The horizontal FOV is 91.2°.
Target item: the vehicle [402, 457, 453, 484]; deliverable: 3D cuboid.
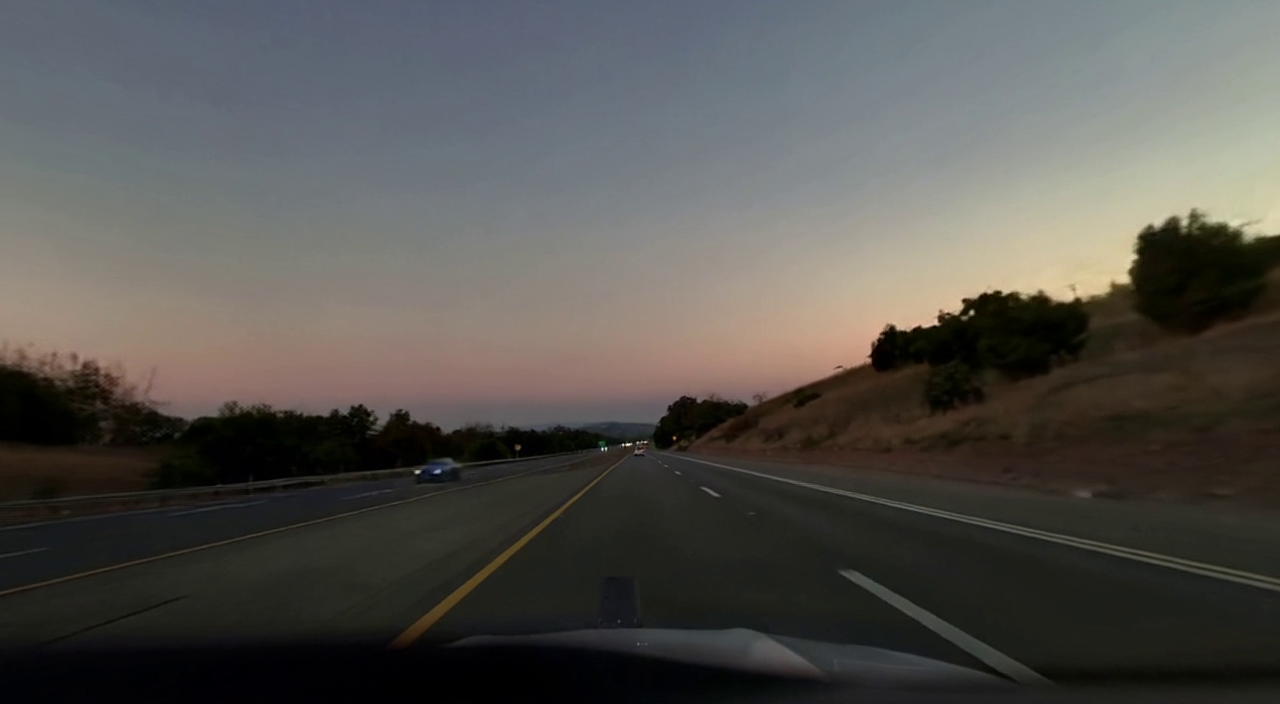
[{"bbox_3d":[-13.315,7.415,39.435,1.829,1.480,4.160,-3,-9,-1],"label":"vehicle"}]
